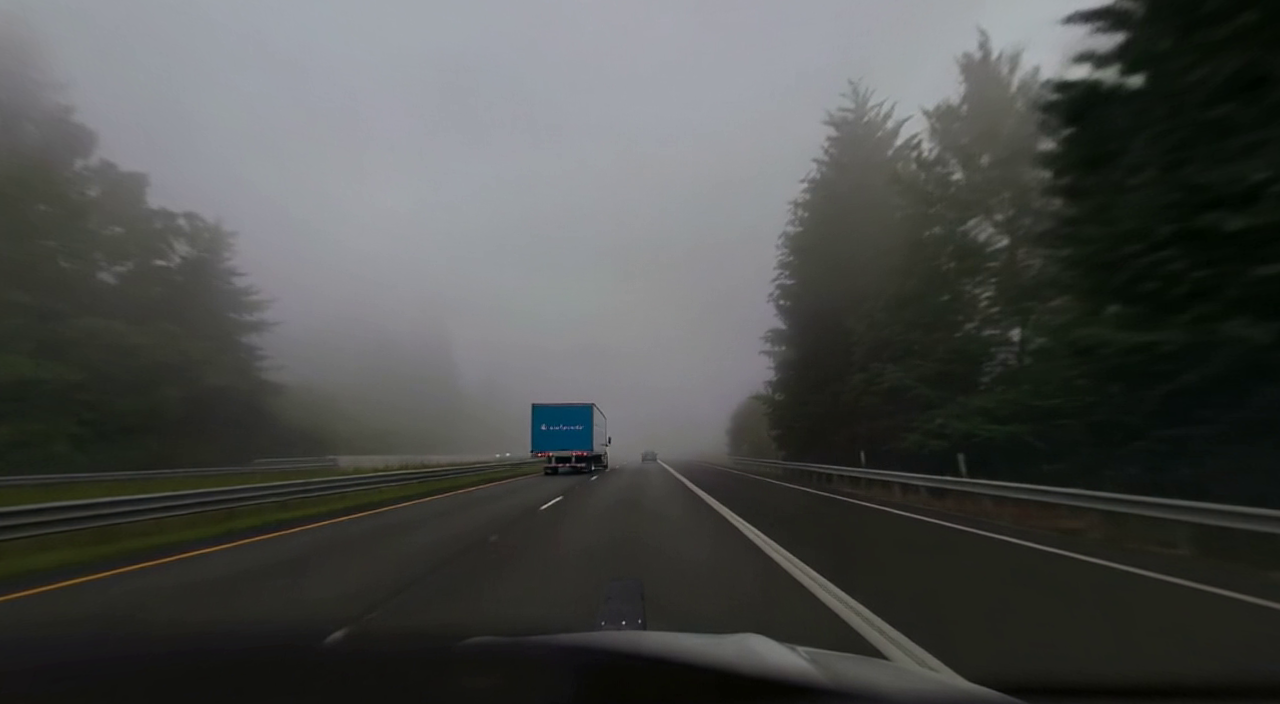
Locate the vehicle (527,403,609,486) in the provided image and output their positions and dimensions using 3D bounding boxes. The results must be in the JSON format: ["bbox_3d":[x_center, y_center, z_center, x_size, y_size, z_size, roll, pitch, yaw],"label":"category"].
[{"bbox_3d":[-2.920,4.063,27.588,2.695,3.151,6.885,0,-9,0],"label":"vehicle"}]
